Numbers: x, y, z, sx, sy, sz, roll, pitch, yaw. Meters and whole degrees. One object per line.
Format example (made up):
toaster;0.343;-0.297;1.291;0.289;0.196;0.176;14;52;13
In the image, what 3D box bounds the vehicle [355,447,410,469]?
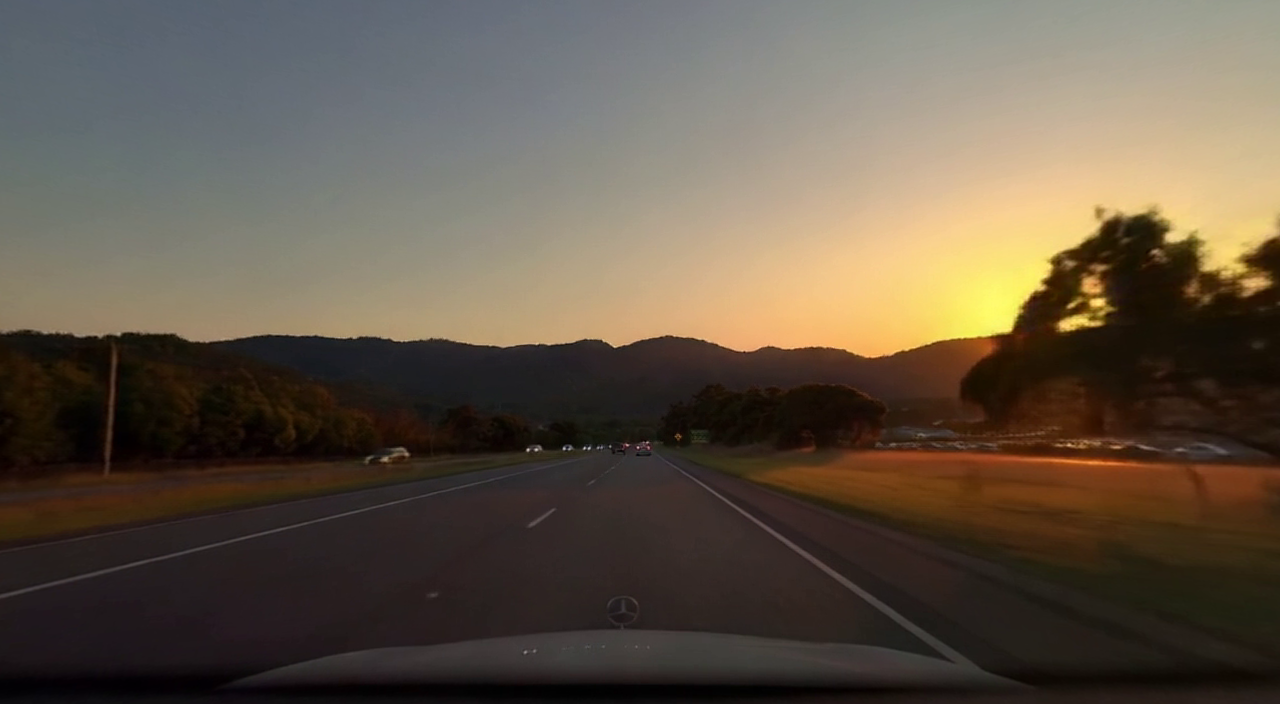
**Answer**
vehicle;-19.127;7.900;46.986;1.960;1.519;4.654;0;-9;2
